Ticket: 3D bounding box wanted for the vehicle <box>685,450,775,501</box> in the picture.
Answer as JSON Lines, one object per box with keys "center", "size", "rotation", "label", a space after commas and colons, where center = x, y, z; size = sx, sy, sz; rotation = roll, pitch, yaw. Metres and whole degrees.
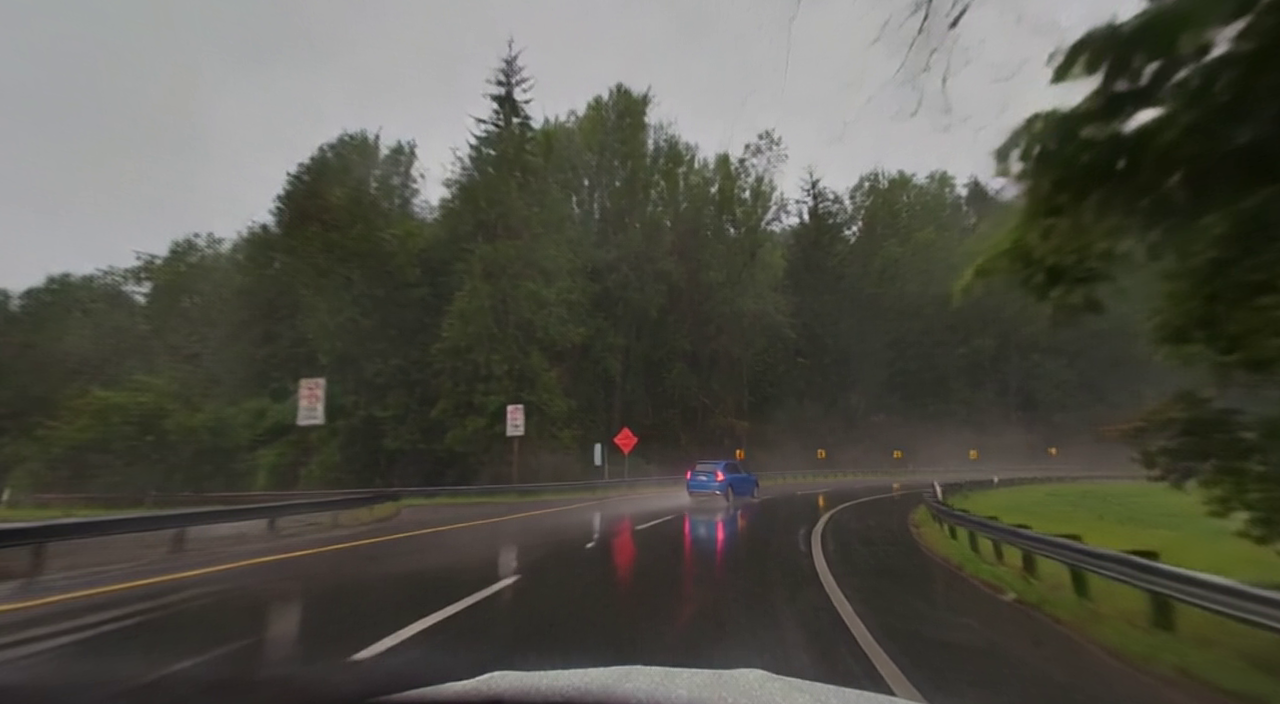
{"center": [3.508, 4.643, 23.901], "size": [1.997, 1.692, 4.422], "rotation": [-5, -11, 28], "label": "vehicle"}
